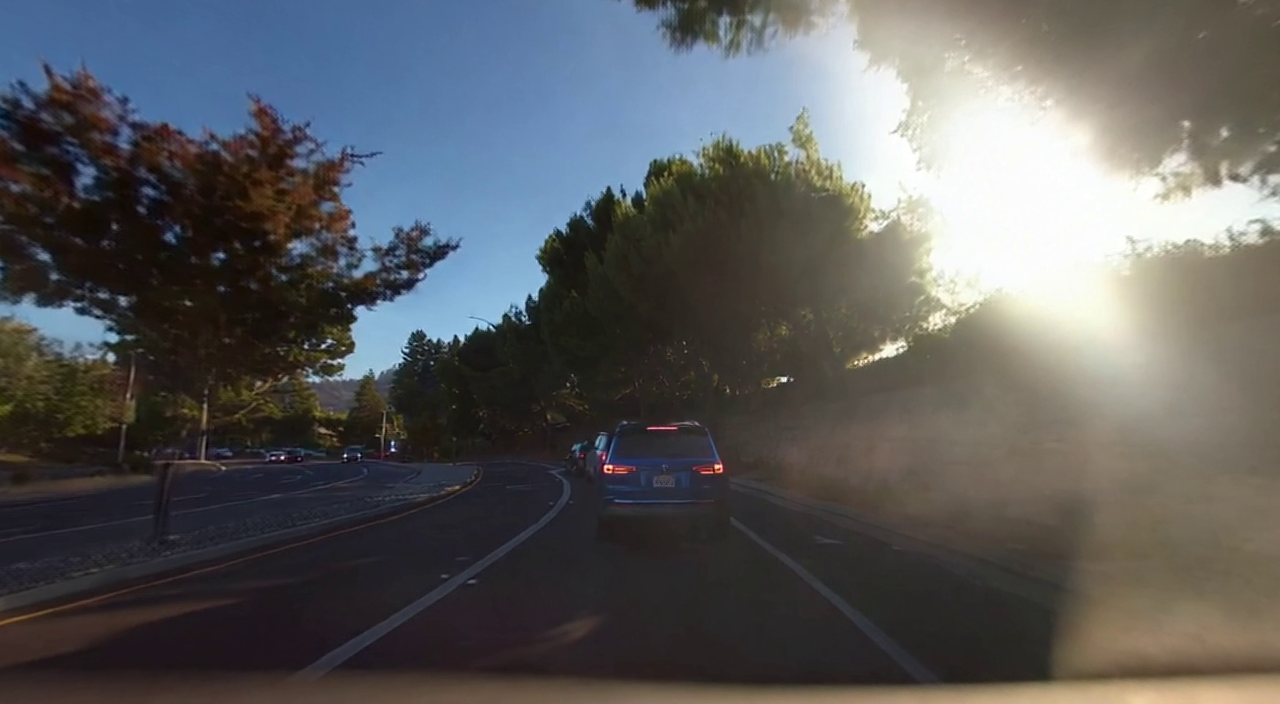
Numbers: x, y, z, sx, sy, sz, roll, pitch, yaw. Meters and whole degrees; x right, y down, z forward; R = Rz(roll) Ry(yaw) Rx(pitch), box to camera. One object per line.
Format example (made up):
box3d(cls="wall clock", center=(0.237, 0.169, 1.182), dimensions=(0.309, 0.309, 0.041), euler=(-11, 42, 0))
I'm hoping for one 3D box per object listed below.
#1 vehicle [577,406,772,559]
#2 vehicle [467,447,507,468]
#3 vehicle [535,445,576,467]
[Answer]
box3d(cls="vehicle", center=(0.267, 1.842, 9.626), dimensions=(2.287, 1.762, 4.269), euler=(1, -8, -4))
box3d(cls="vehicle", center=(-11.284, 7.705, 46.325), dimensions=(2.023, 1.474, 4.286), euler=(4, -9, -24))
box3d(cls="vehicle", center=(-6.295, 7.618, 46.489), dimensions=(1.932, 1.488, 4.578), euler=(3, -9, -21))
